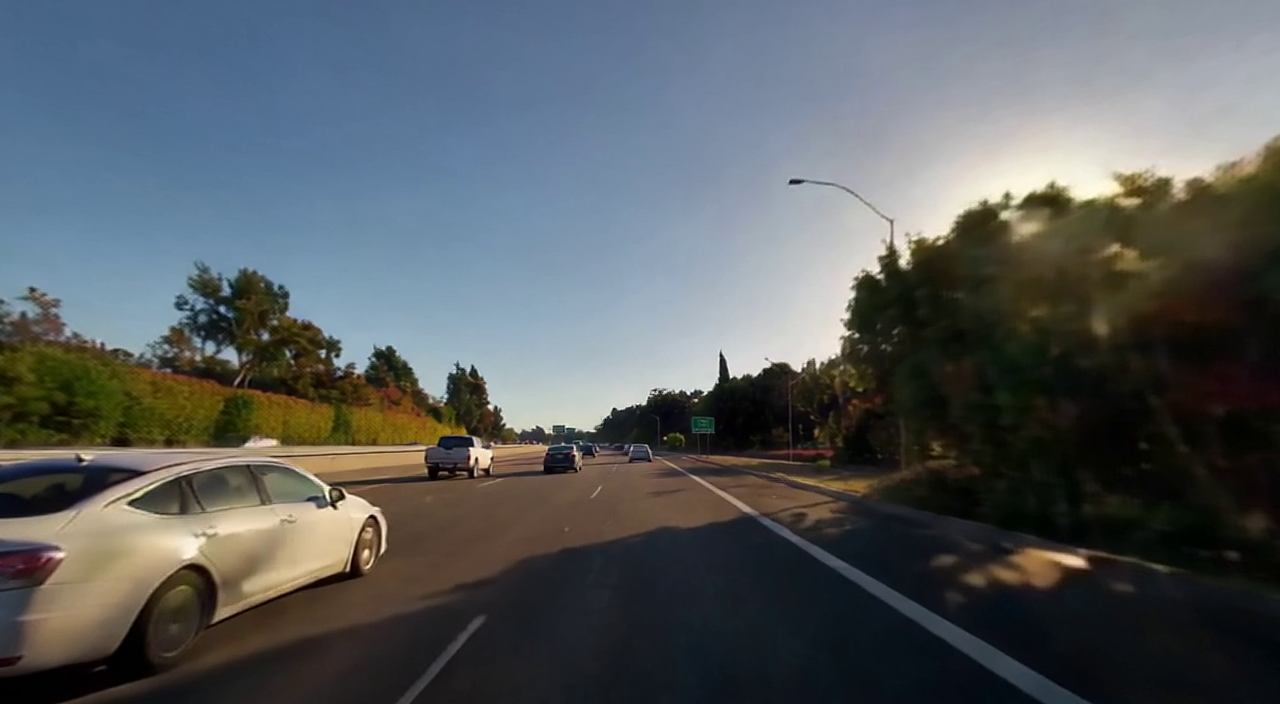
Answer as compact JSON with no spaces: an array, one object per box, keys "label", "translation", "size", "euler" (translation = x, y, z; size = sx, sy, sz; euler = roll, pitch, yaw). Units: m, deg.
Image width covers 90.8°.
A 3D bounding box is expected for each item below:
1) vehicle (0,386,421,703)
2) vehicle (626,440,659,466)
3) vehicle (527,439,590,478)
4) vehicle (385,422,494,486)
[{"label":"vehicle","translation":[-3.318,1.194,4.359],"size":[2.025,1.506,4.429],"euler":[0,-8,0]},{"label":"vehicle","translation":[0.112,6.417,40.263],"size":[2.018,1.508,4.087],"euler":[0,-8,-1]},{"label":"vehicle","translation":[-3.362,4.481,26.945],"size":[2.068,1.501,4.395],"euler":[0,-8,0]},{"label":"vehicle","translation":[-6.972,3.617,22.668],"size":[2.171,1.982,5.246],"euler":[0,-8,0]}]
